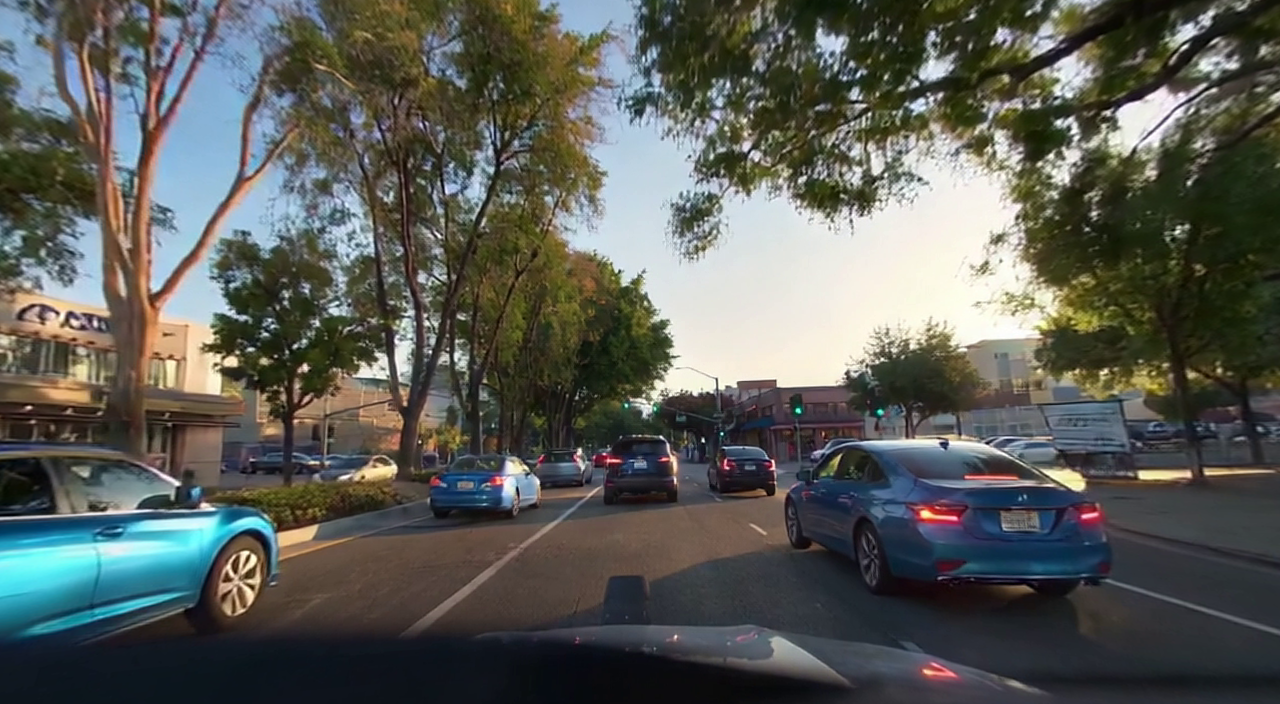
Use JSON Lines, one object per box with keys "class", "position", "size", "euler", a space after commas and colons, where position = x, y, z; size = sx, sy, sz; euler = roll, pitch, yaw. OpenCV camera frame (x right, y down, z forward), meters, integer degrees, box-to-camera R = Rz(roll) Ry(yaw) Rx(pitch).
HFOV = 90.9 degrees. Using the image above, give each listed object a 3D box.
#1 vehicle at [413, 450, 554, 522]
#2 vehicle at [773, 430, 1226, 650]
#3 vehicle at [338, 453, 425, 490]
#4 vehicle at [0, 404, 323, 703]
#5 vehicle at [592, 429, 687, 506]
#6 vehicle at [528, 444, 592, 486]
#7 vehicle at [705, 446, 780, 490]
{"class": "vehicle", "position": [-3.333, 2.931, 14.323], "size": [2.115, 1.369, 3.908], "euler": [0, -8, 1]}
{"class": "vehicle", "position": [2.927, 1.619, 6.606], "size": [2.052, 1.475, 4.540], "euler": [0, -8, 0]}
{"class": "vehicle", "position": [-12.053, 5.563, 29.798], "size": [2.069, 1.539, 4.595], "euler": [0, -8, 1]}
{"class": "vehicle", "position": [-3.979, 1.109, 3.503], "size": [2.173, 1.536, 4.285], "euler": [0, -8, 0]}
{"class": "vehicle", "position": [0.012, 3.224, 18.056], "size": [2.361, 1.898, 4.465], "euler": [0, -8, 1]}
{"class": "vehicle", "position": [-3.312, 4.784, 26.953], "size": [2.130, 1.645, 3.995], "euler": [0, -8, 1]}
{"class": "vehicle", "position": [3.671, 4.245, 23.446], "size": [2.058, 1.472, 4.317], "euler": [0, -8, 0]}
